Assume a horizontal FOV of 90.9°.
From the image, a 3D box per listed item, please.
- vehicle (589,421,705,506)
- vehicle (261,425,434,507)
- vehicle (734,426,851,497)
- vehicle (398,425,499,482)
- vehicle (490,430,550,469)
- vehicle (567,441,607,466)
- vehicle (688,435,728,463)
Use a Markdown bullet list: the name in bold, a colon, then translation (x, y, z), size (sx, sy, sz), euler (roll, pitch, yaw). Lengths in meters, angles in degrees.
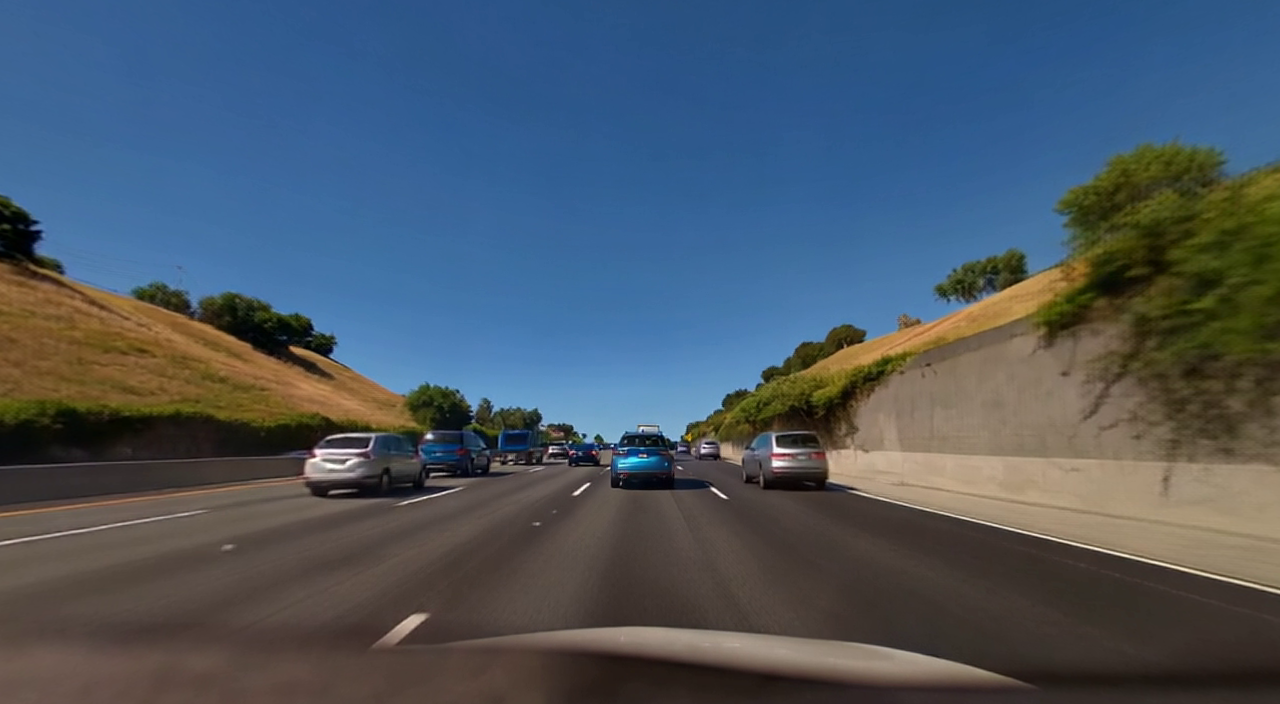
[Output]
- **vehicle**: translation (0.165, 2.693, 15.586), size (2.447, 1.804, 4.273), euler (0, -9, 0)
- **vehicle**: translation (-6.869, 2.727, 15.480), size (2.024, 1.706, 4.462), euler (0, -9, 1)
- **vehicle**: translation (4.084, 3.032, 17.800), size (2.092, 1.723, 4.629), euler (0, -9, -1)
- **vehicle**: translation (-7.159, 3.873, 24.296), size (2.230, 1.928, 5.112), euler (0, -9, 1)
- **vehicle**: translation (-6.572, 5.439, 35.287), size (2.294, 1.982, 5.040), euler (0, -9, 1)
- **vehicle**: translation (-3.237, 6.277, 39.135), size (2.108, 1.442, 4.143), euler (0, -9, 0)
- **vehicle**: translation (4.774, 6.952, 45.161), size (2.204, 1.852, 5.845), euler (0, -9, 0)
